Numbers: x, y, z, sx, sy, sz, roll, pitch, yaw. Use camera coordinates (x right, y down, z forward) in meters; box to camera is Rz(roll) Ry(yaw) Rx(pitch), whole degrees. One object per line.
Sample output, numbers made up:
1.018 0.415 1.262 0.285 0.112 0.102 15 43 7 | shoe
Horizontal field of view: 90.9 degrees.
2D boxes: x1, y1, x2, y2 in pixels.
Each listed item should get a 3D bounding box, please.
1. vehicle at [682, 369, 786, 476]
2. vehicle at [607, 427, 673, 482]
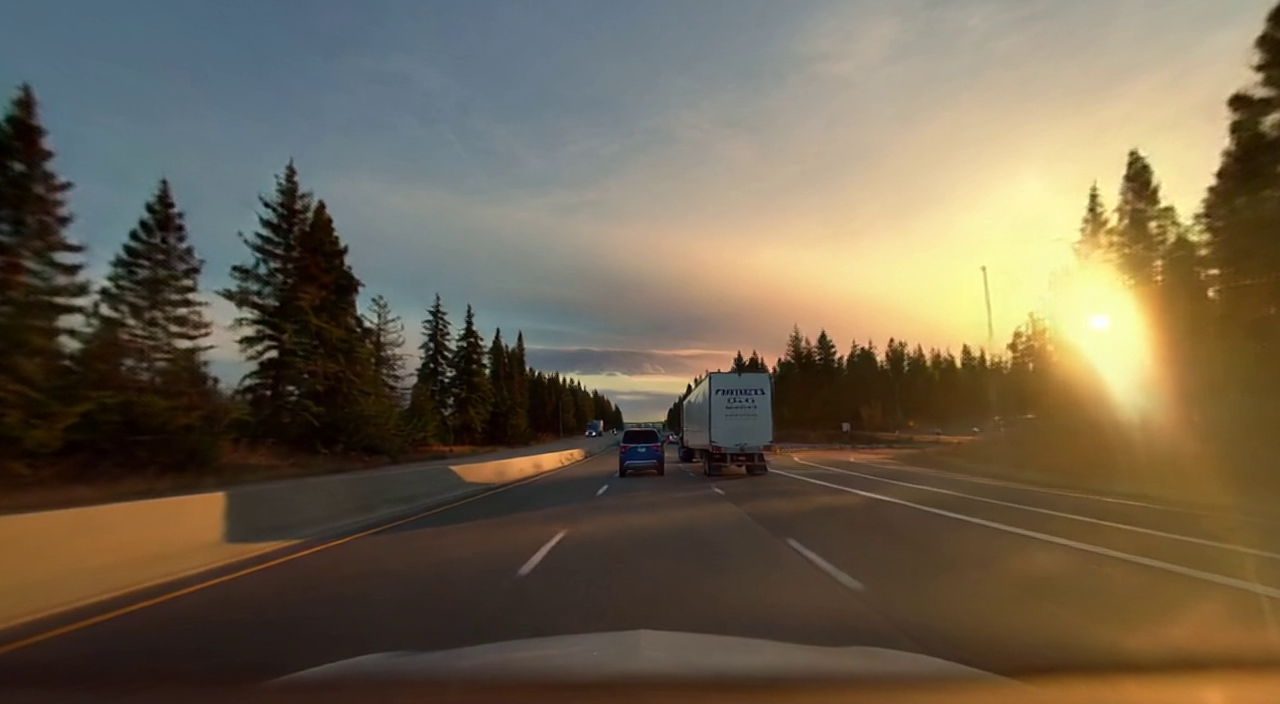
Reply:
4.181 3.955 32.834 2.899 4.160 16.621 0 -9 0 | vehicle
-0.014 3.812 23.661 2.222 1.848 4.610 0 -8 0 | vehicle
